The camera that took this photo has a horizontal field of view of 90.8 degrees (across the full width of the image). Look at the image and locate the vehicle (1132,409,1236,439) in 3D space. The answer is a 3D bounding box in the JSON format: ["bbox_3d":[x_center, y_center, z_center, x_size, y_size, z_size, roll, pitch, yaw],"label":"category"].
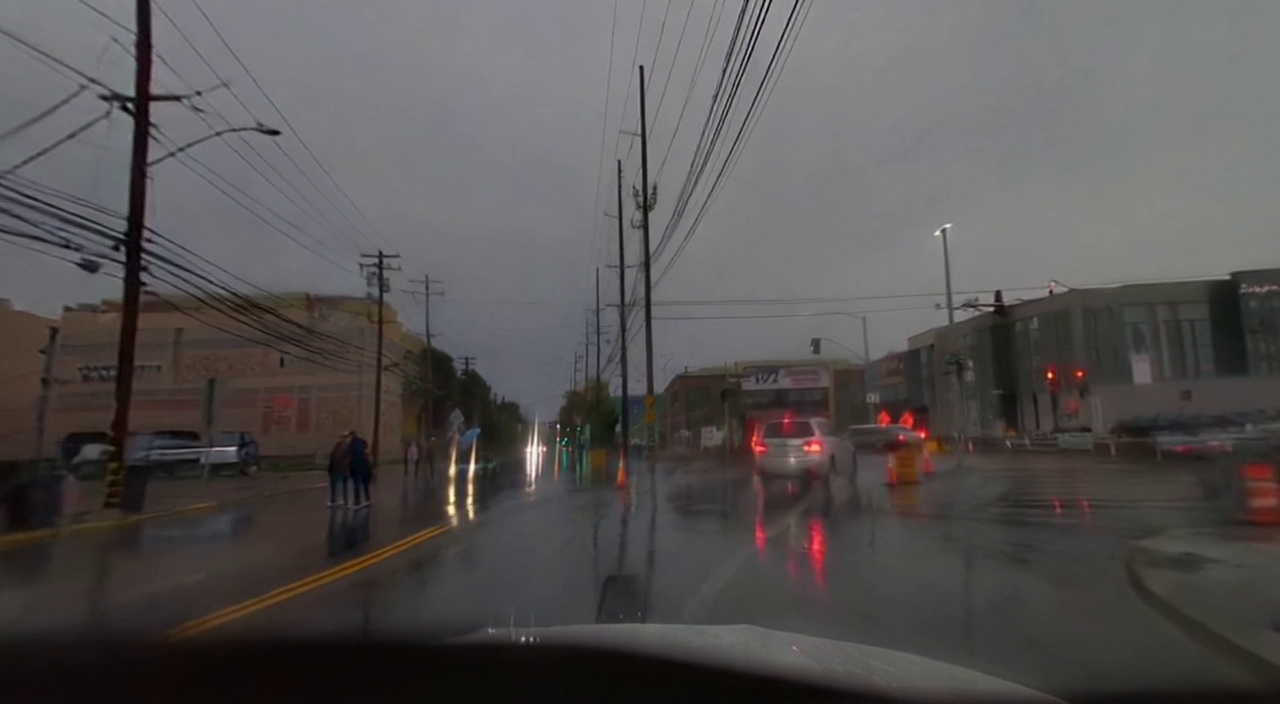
[{"bbox_3d":[33.385,4.491,38.890,1.937,1.688,4.382,5,-10,-35],"label":"vehicle"}]

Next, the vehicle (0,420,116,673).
[{"bbox_3d":[-5.051,0.975,2.274,2.103,1.526,4.743,-1,-8,3],"label":"vehicle"}]

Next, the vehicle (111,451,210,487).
[{"bbox_3d":[-22.392,5.454,29.714,1.817,1.456,4.079,0,-8,-7],"label":"vehicle"}]

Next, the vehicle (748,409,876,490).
[{"bbox_3d":[4.927,2.648,17.521,2.256,1.859,5.118,-5,-9,28],"label":"vehicle"}]

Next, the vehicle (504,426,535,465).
[{"bbox_3d":[-8.640,6.731,45.588,1.959,2.654,4.078,1,-8,-7],"label":"vehicle"}]

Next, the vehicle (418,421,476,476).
[{"bbox_3d":[-10.332,5.154,34.037,2.185,2.644,3.306,-4,-7,-4],"label":"vehicle"}]
